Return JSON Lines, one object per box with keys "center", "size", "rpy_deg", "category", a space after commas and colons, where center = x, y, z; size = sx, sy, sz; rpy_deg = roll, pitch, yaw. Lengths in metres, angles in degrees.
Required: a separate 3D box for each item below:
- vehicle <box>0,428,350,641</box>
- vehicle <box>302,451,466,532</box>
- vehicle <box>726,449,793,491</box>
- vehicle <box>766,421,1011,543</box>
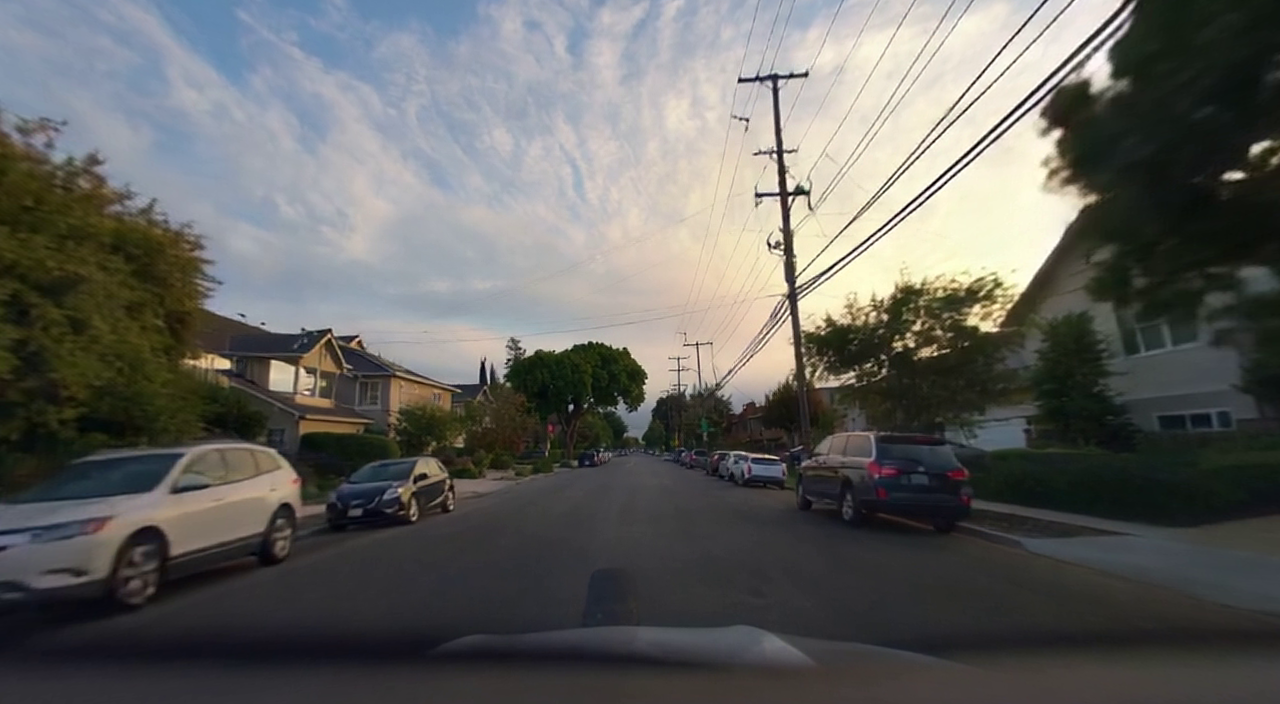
{"center": [-5.408, 1.783, 7.327], "size": [1.971, 1.648, 4.638], "rpy_deg": [0, -9, -2], "category": "vehicle"}
{"center": [-5.443, 2.978, 14.144], "size": [1.856, 1.499, 4.216], "rpy_deg": [0, -9, 1], "category": "vehicle"}
{"center": [4.684, 4.678, 25.449], "size": [1.859, 1.469, 4.550], "rpy_deg": [0, -9, 0], "category": "vehicle"}
{"center": [4.538, 2.502, 13.052], "size": [2.462, 1.894, 6.076], "rpy_deg": [0, -9, -1], "category": "vehicle"}
